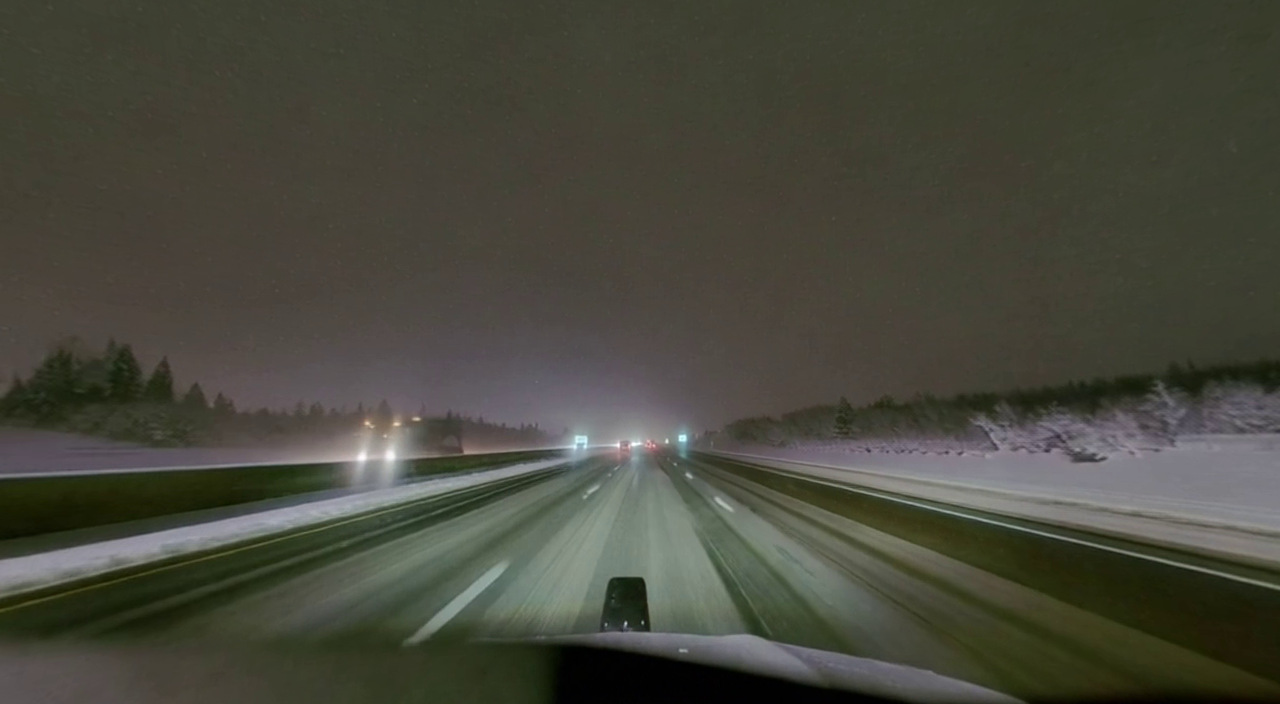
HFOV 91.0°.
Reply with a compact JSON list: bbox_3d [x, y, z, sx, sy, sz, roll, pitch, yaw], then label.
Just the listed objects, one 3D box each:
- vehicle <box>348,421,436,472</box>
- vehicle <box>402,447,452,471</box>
[{"bbox_3d":[-18.763,7.272,48.468,2.796,3.508,9.370,0,-8,1],"label":"vehicle"},{"bbox_3d":[-14.868,7.462,44.181,1.845,1.518,4.506,0,-8,2],"label":"vehicle"}]
